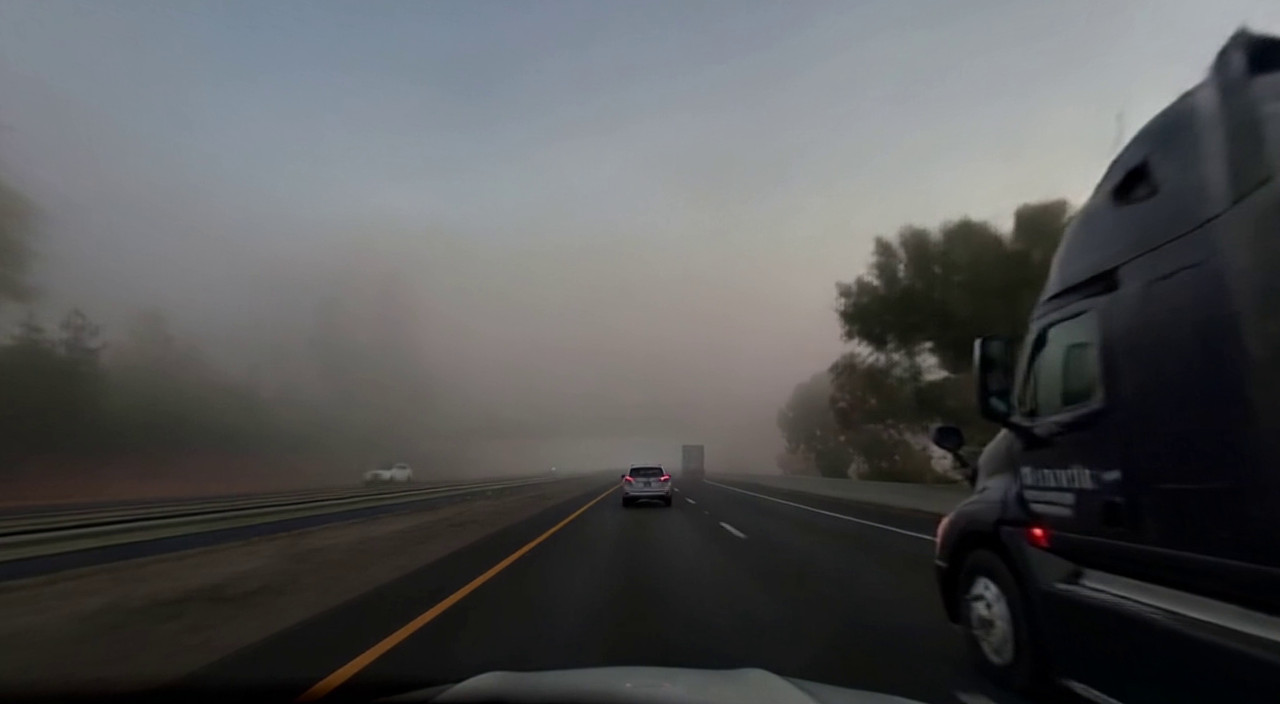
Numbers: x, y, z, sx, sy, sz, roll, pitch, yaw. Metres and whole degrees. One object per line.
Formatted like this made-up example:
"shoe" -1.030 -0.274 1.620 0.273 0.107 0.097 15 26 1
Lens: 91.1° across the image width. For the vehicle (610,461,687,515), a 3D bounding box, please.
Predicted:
"vehicle" 0.243 4.152 19.421 2.156 1.444 3.762 1 -10 0
